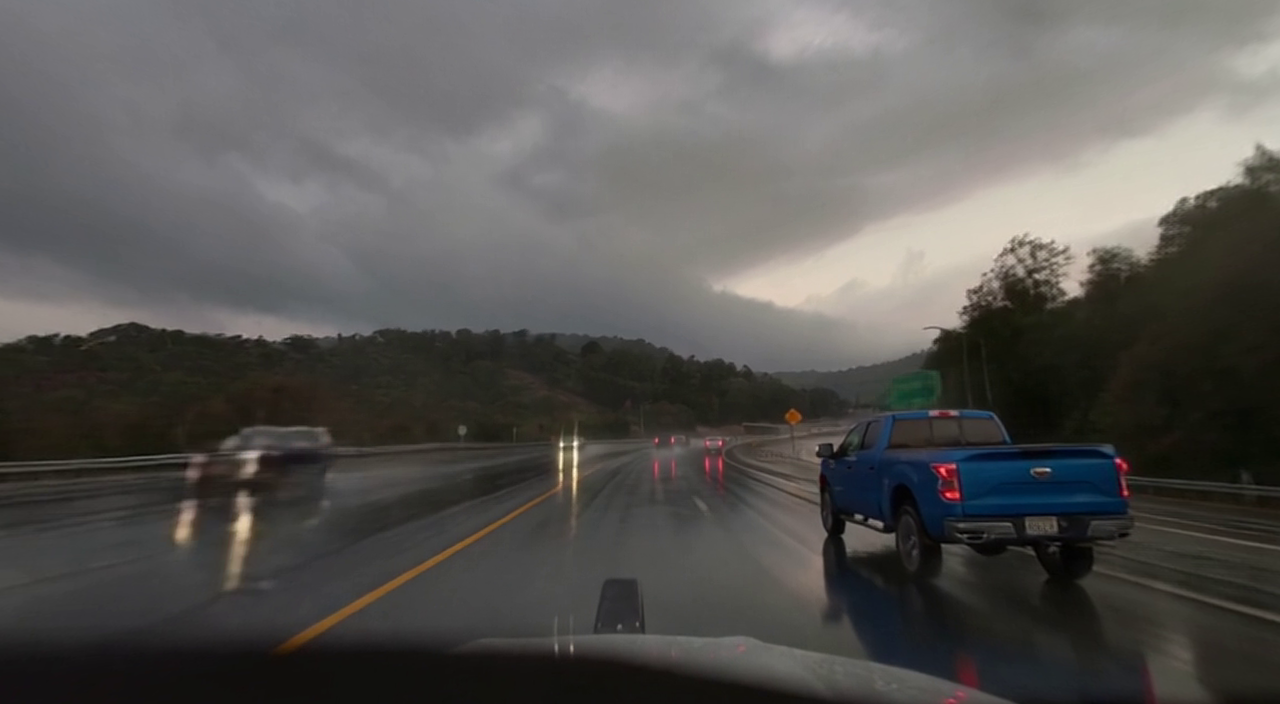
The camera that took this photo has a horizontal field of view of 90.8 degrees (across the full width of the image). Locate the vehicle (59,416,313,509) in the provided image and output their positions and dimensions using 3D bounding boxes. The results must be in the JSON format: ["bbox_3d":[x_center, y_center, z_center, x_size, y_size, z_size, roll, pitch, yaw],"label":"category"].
[{"bbox_3d":[-11.006,2.729,16.130,2.173,1.932,5.712,0,-8,1],"label":"vehicle"}]

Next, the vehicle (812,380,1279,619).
[{"bbox_3d":[3.662,1.420,7.051,2.151,1.744,4.709,0,-8,0],"label":"vehicle"}]
